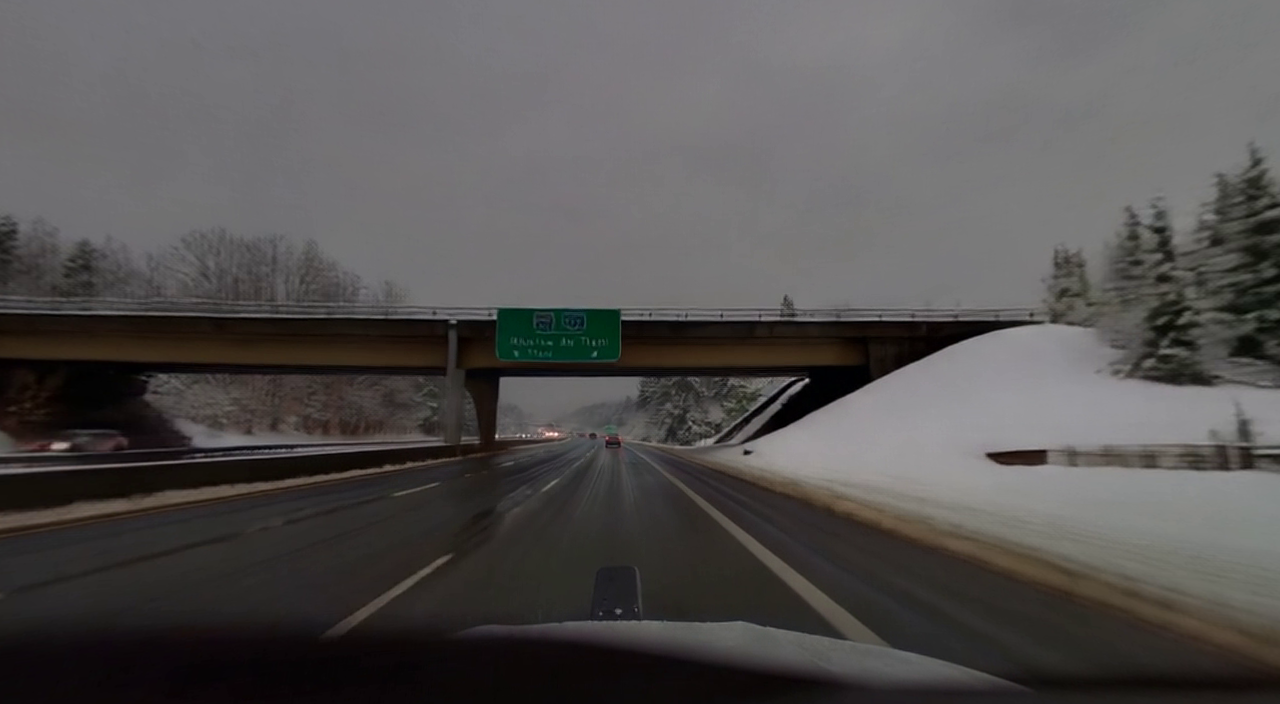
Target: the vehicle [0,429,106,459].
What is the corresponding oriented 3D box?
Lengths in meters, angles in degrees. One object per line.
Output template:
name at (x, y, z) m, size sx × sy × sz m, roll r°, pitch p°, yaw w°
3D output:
vehicle at (-30.988, 4.857, 33.303) m, size 1.793 × 1.458 × 4.137 m, roll 0°, pitch -8°, yaw -2°
